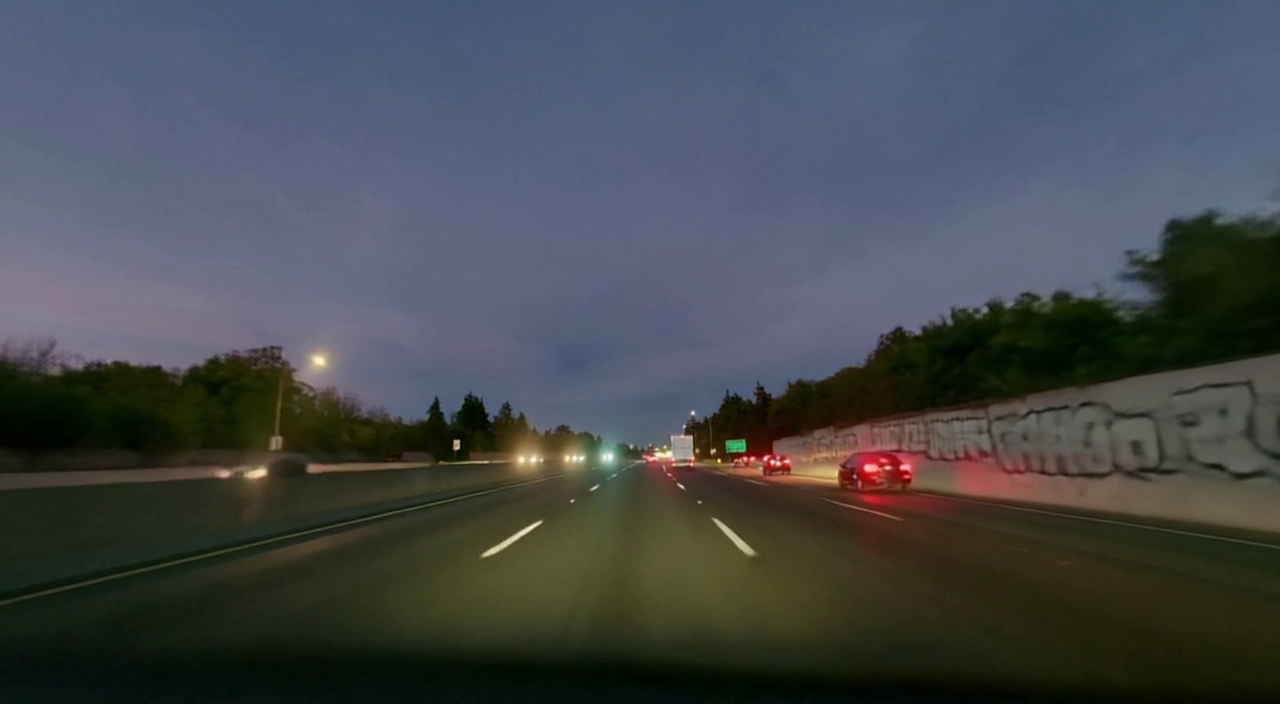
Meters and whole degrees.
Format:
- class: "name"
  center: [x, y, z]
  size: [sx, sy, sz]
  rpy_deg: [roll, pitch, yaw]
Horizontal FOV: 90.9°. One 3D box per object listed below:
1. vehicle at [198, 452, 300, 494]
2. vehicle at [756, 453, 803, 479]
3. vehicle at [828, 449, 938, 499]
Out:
- class: "vehicle"
  center: [-15.692, 4.828, 25.507]
  size: [1.782, 1.545, 3.556]
  rpy_deg: [0, -9, 1]
- class: "vehicle"
  center: [8.296, 6.814, 37.947]
  size: [1.842, 1.475, 4.479]
  rpy_deg: [0, -9, 0]
- class: "vehicle"
  center: [8.036, 4.045, 21.339]
  size: [1.907, 1.495, 4.517]
  rpy_deg: [0, -9, 0]
